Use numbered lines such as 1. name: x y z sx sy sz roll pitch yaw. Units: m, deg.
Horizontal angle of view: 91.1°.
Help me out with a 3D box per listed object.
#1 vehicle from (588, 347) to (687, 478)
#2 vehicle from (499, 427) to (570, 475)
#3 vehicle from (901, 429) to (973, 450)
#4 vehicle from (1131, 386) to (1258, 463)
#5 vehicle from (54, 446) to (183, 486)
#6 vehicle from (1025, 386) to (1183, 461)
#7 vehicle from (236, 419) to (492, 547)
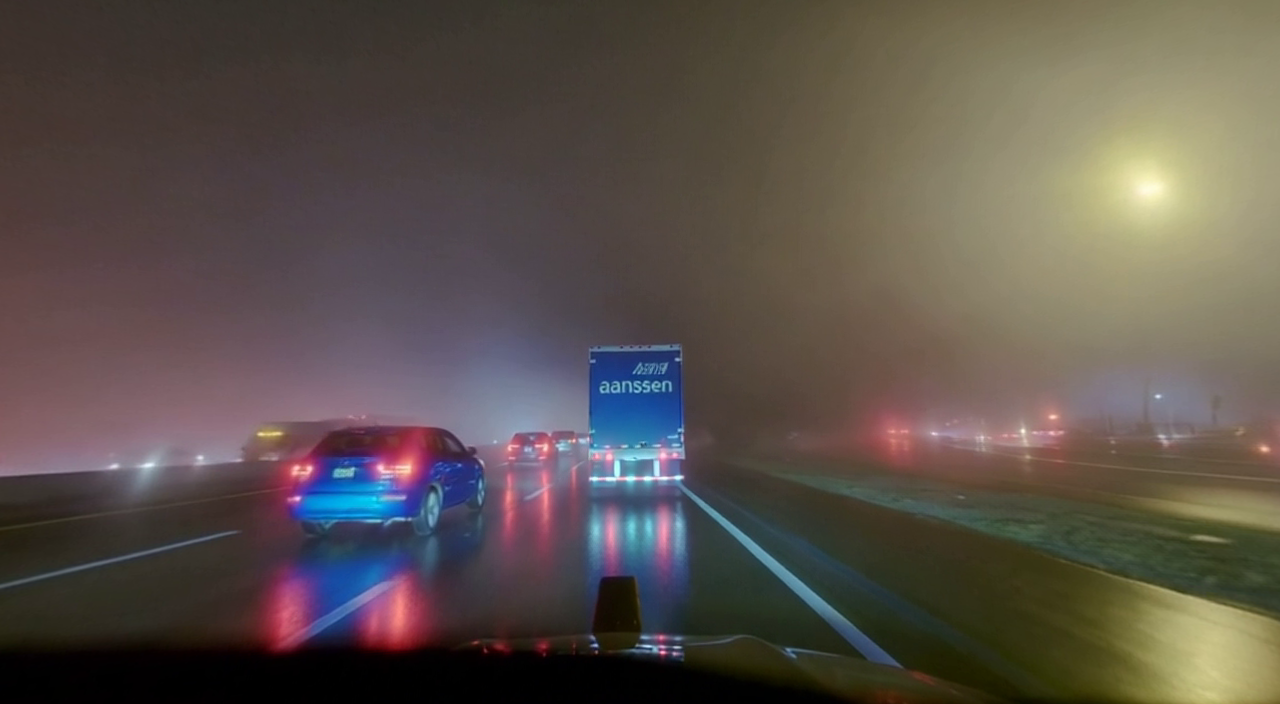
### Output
1. vehicle: -0.171 2.658 25.809 3.171 4.204 11.036 0 -8 -1
2. vehicle: -3.825 3.652 23.462 1.946 1.599 4.073 0 -8 0
3. vehicle: 21.921 6.481 46.442 4.324 1.489 2.017 -8 -11 44
4. vehicle: 19.519 2.590 22.296 1.658 2.523 2.851 0 -8 -2
5. vehicle: -22.727 4.948 27.664 2.036 1.530 4.215 0 -8 1
6. vehicle: 18.912 3.010 26.103 2.432 2.753 5.388 0 -8 1
7. vehicle: -3.794 1.852 9.692 1.964 1.507 4.361 0 -8 0
